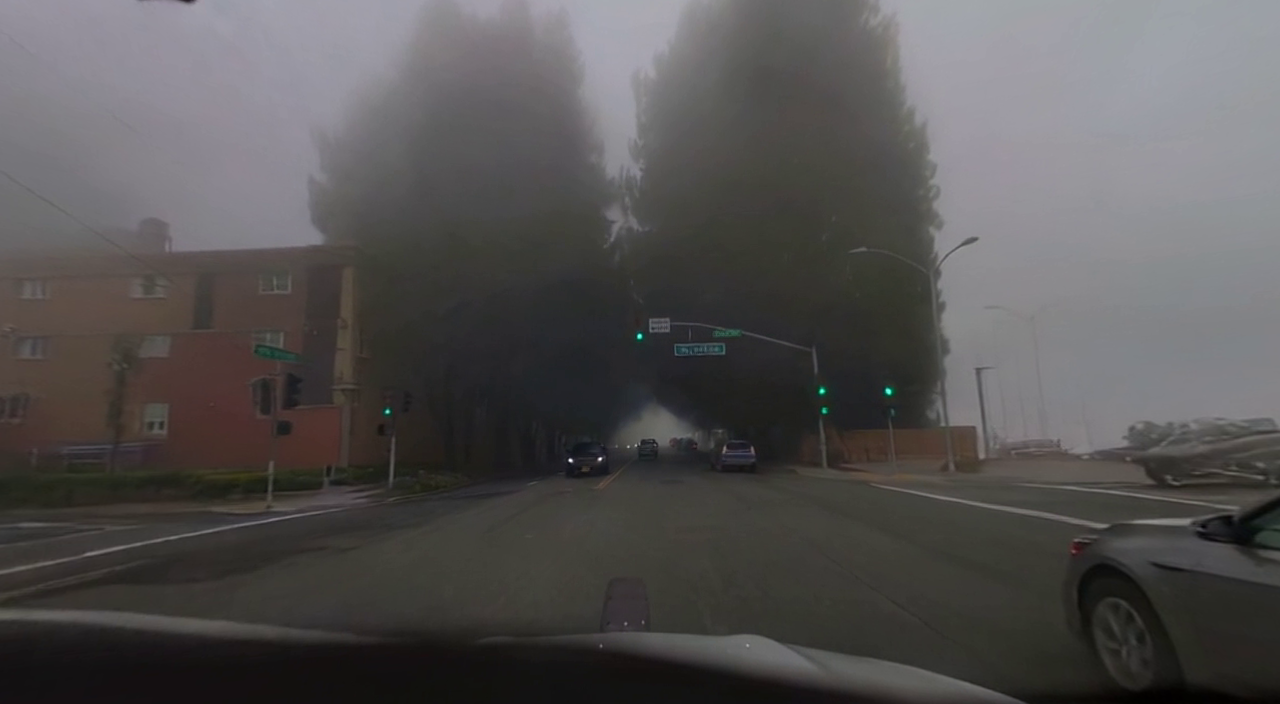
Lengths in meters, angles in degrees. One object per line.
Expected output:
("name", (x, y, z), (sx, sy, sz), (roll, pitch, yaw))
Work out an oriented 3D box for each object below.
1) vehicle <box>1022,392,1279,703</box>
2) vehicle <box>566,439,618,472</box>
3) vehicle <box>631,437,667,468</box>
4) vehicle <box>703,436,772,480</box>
("vehicle", (3.238, 0.731, 1.172), (2.072, 1.471, 4.834), (0, -9, 1))
("vehicle", (-2.874, 6.339, 38.936), (2.666, 1.885, 5.029), (0, -9, 1))
("vehicle", (0.543, 6.256, 39.381), (2.118, 1.813, 4.326), (0, -9, 0))
("vehicle", (3.745, 4.156, 25.051), (2.035, 1.564, 4.719), (0, -9, 1))
